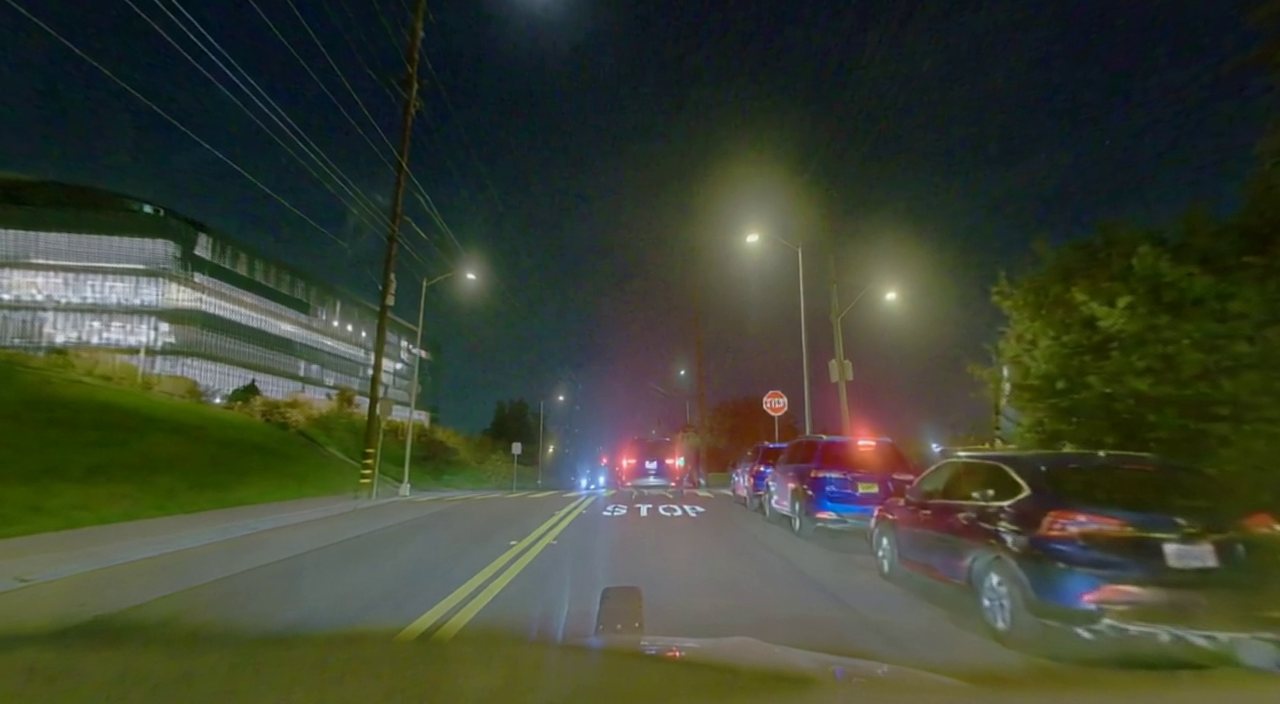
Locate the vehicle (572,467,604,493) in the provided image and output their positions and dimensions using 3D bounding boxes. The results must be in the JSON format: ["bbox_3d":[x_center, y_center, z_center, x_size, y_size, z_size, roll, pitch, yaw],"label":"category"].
[{"bbox_3d":[-3.670,9.129,45.206,1.911,1.563,4.057,0,-8,0],"label":"vehicle"}]

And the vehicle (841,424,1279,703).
[{"bbox_3d":[3.395,1.428,5.436,1.828,1.476,3.984,0,-8,-3],"label":"vehicle"}]

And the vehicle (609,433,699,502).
[{"bbox_3d":[0.583,3.440,19.340,2.214,1.789,4.872,-1,-8,7],"label":"vehicle"}]

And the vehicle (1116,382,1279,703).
[{"bbox_3d":[3.305,0.700,0.878,2.041,1.581,4.089,0,-8,0],"label":"vehicle"}]
